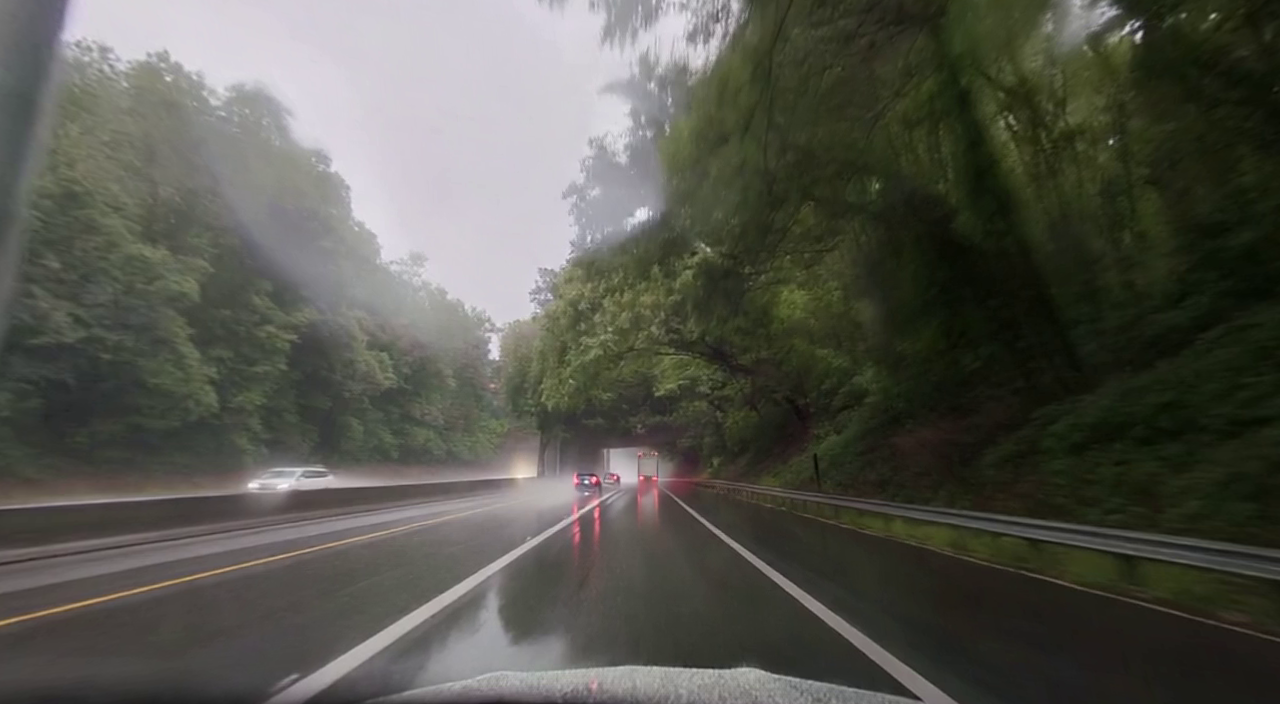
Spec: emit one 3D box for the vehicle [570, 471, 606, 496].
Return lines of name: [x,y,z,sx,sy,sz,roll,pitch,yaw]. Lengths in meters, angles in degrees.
vehicle: [-3.406,8.757,42.175,1.976,1.514,3.917,1,-11,1]

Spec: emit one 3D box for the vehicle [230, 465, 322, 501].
vehicle: [-20.311,7.325,35.495,2.022,1.820,5.060,1,-11,1]
